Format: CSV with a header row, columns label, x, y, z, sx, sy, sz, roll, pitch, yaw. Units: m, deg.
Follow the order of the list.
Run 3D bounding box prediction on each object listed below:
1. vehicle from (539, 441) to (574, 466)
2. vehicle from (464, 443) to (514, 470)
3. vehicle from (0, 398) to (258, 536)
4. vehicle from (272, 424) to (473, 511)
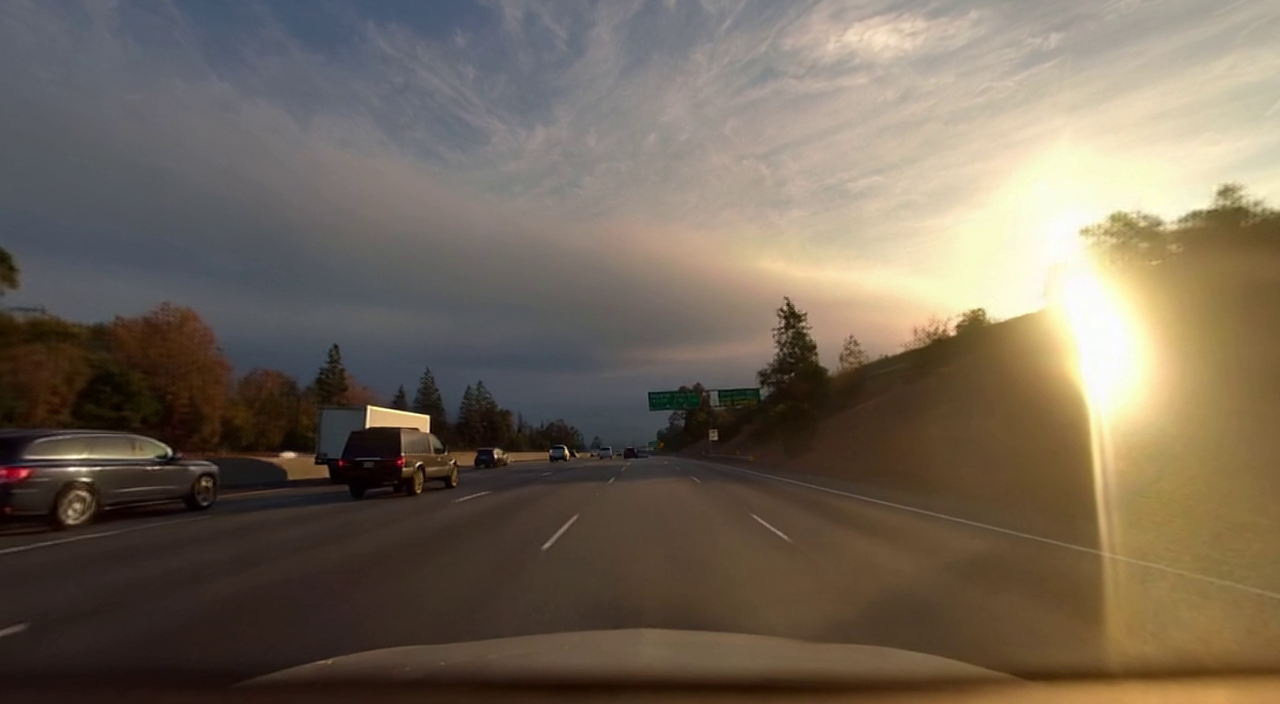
label,x,y,z,sx,sy,sz,roll,pitch,yaw
vehicle,-6.156,7.528,46.948,2.009,1.735,4.358,0,-8,0
vehicle,-9.693,6.723,40.867,2.060,1.662,4.469,0,-8,2
vehicle,-10.332,2.047,11.772,2.576,1.922,6.067,0,-8,0
vehicle,-6.381,2.856,16.264,2.403,1.773,6.276,0,-8,1
